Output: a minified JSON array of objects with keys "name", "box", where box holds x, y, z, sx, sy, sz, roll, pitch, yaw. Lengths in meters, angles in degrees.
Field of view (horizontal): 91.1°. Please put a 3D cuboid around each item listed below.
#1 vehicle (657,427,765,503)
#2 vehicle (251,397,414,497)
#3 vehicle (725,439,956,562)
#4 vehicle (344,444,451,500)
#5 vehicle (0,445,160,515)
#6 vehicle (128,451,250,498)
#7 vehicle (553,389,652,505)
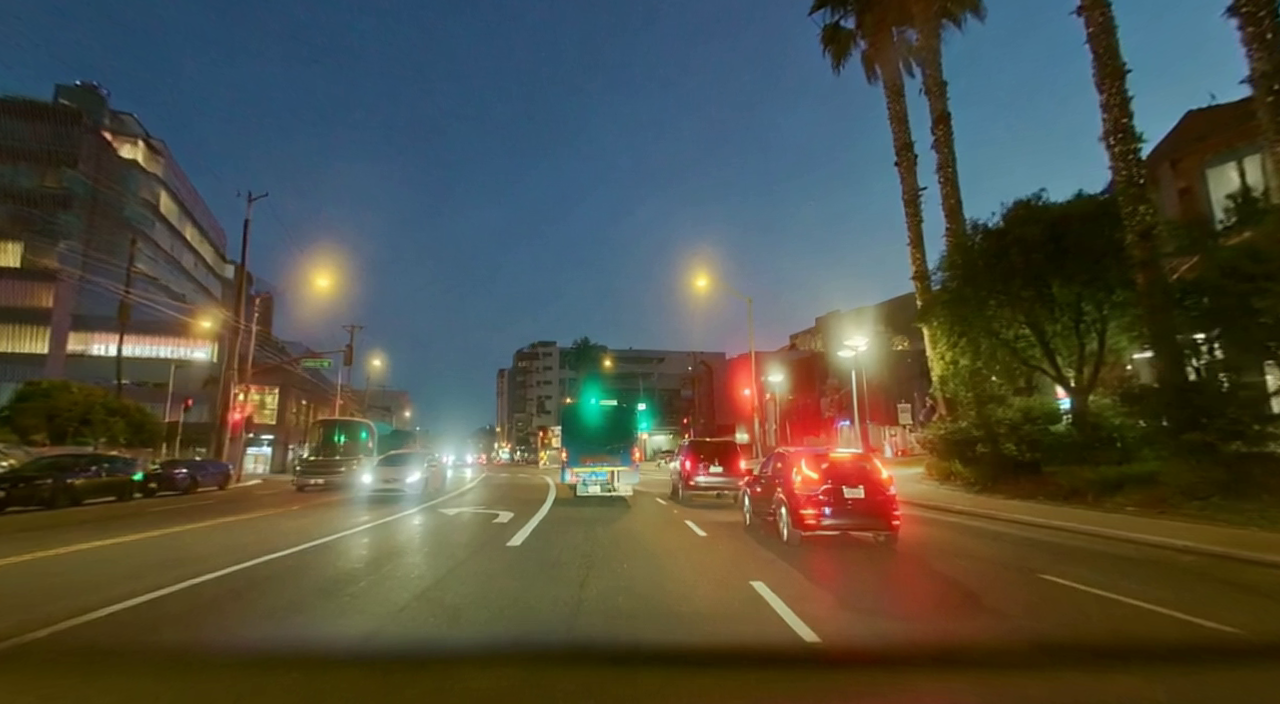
[{"name":"vehicle","box":[1.919,3.354,19.122,2.157,1.944,5.423,1,-8,-6]},{"name":"vehicle","box":[-12.722,4.120,27.548,2.996,3.432,11.265,1,-8,-9]},{"name":"vehicle","box":[2.832,2.197,10.209,1.978,1.507,4.636,0,-8,-3]},{"name":"vehicle","box":[-7.552,3.751,20.069,2.170,1.555,4.187,1,-8,-7]},{"name":"vehicle","box":[-15.941,3.451,17.490,1.965,1.679,4.455,1,-8,-7]},{"name":"vehicle","box":[-16.980,4.581,23.940,1.861,1.574,4.456,1,-8,-9]},{"name":"vehicle","box":[-1.347,2.876,19.188,2.517,2.926,6.177,1,-8,-8]}]
